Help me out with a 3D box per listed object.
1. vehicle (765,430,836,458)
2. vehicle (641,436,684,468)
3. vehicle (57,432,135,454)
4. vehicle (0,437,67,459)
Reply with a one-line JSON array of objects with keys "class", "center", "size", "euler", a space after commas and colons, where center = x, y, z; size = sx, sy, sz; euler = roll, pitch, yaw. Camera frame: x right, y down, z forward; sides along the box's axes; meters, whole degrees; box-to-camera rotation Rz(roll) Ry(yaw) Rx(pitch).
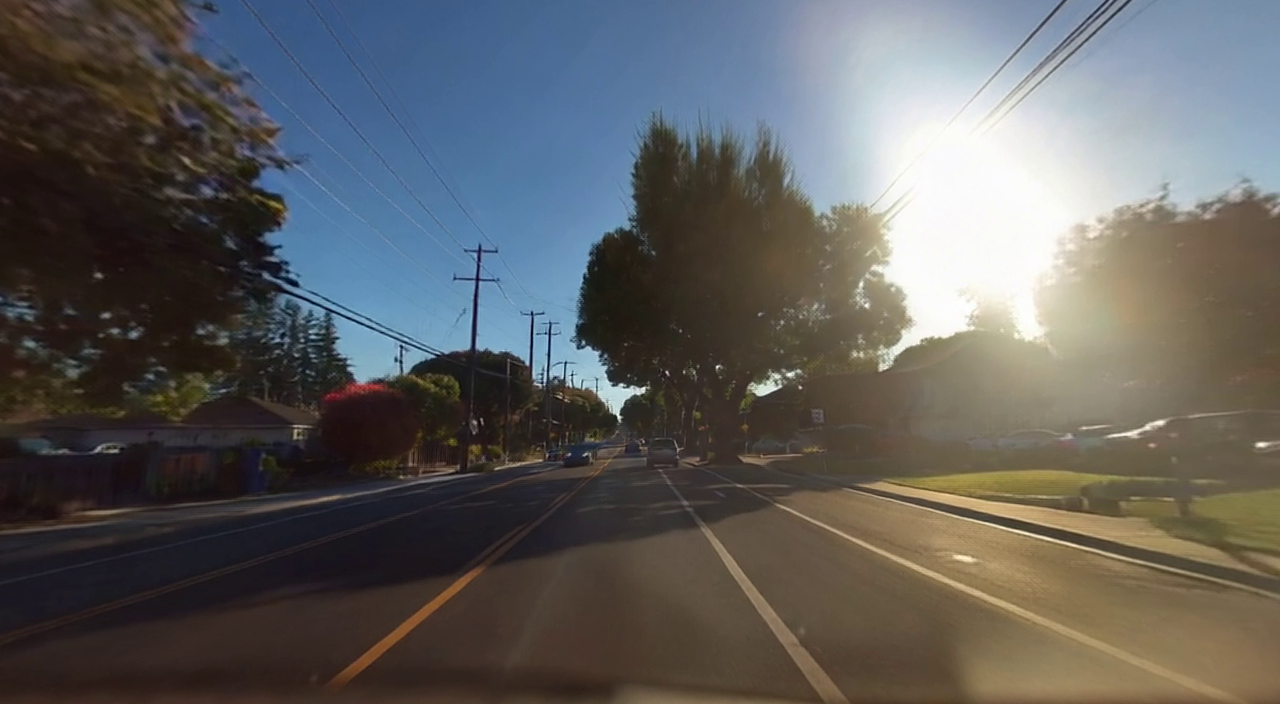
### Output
[{"class": "vehicle", "center": [12.129, 6.928, 47.682], "size": [4.635, 2.026, 2.258], "euler": [3, -9, -18]}, {"class": "vehicle", "center": [1.053, 4.982, 31.531], "size": [1.975, 1.497, 3.647], "euler": [0, -8, 0]}, {"class": "vehicle", "center": [-40.473, 6.744, 47.050], "size": [4.127, 1.528, 1.708], "euler": [-1, -8, 0]}, {"class": "vehicle", "center": [-40.481, 6.320, 41.596], "size": [3.825, 1.441, 1.672], "euler": [0, -9, 0]}]
